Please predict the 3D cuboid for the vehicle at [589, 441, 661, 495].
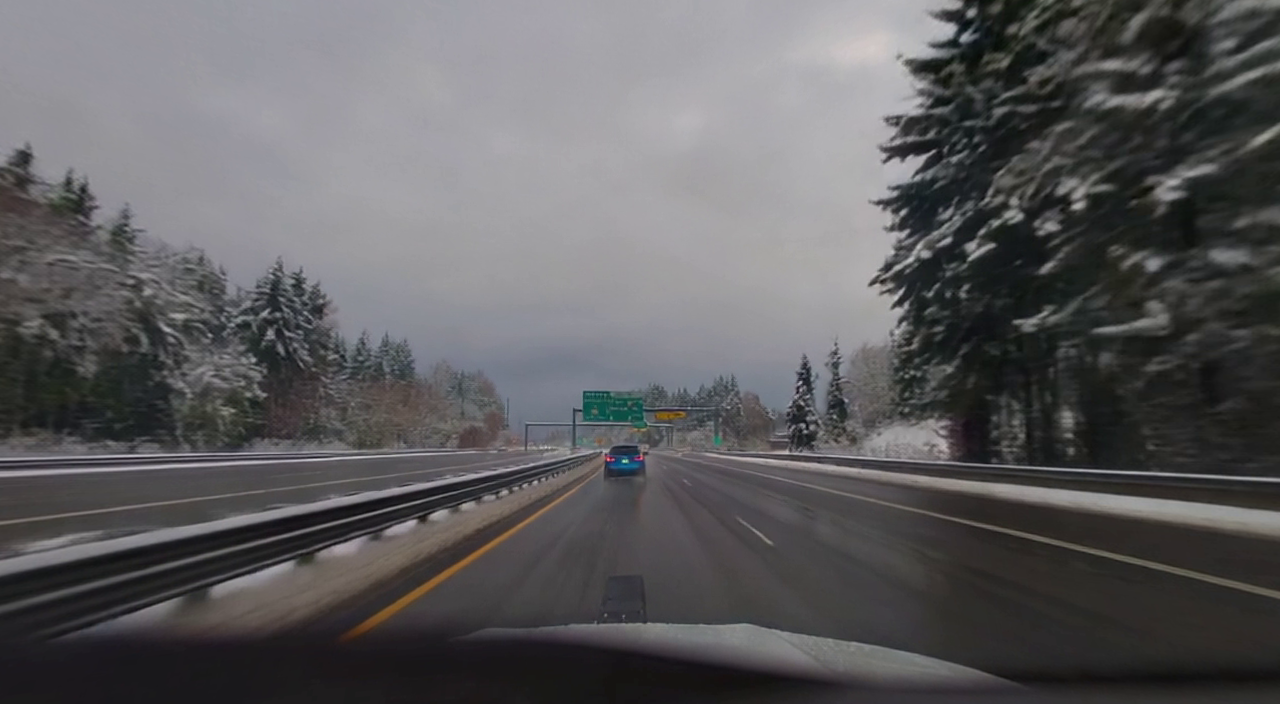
[{"bbox_3d":[-0.450,3.658,20.256,2.069,1.523,4.012,0,-9,-1],"label":"vehicle"}]
